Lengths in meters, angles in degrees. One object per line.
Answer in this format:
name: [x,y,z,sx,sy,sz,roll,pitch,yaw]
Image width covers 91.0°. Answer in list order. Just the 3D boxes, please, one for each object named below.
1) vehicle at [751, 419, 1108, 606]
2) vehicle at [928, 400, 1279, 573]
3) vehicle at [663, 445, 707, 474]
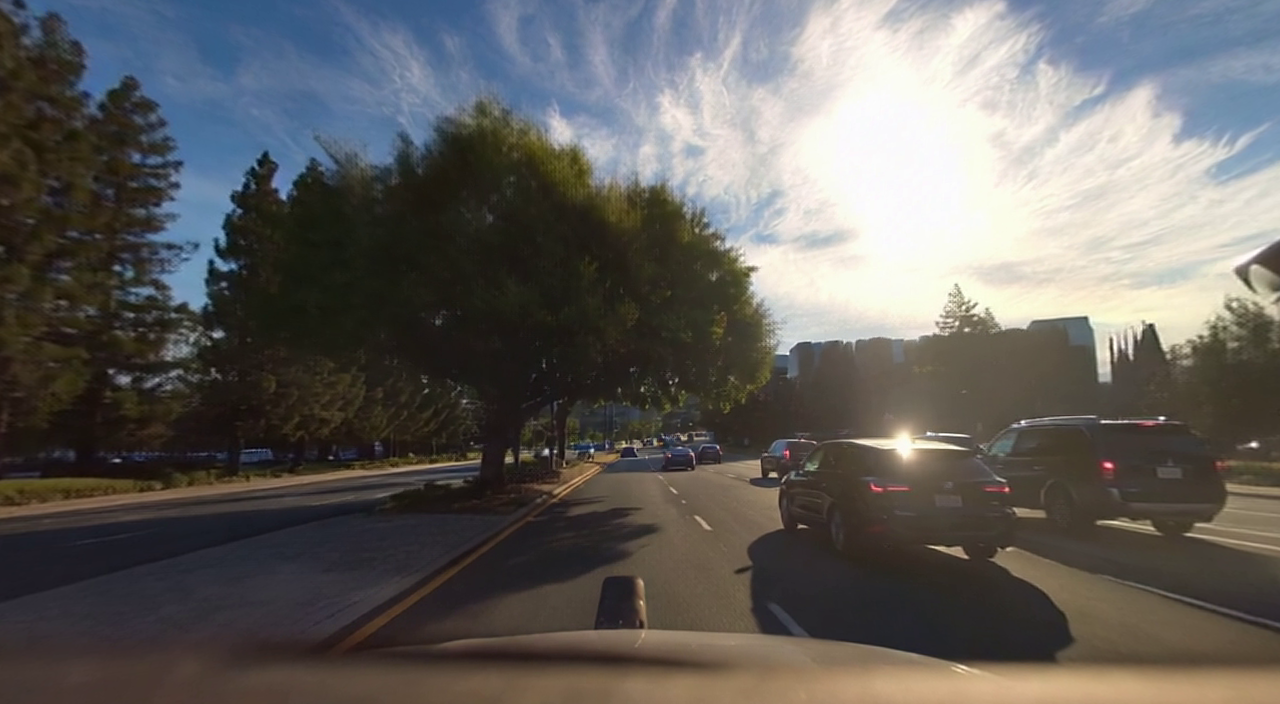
vehicle: [2.875,1.715,7.827,1.932,1.547,4.992,0,-8,-2]
vehicle: [6.351,1.757,9.010,2.153,1.811,4.595,0,-8,-1]
vehicle: [2.409,5.839,34.476,1.980,1.484,4.093,0,-8,-2]
